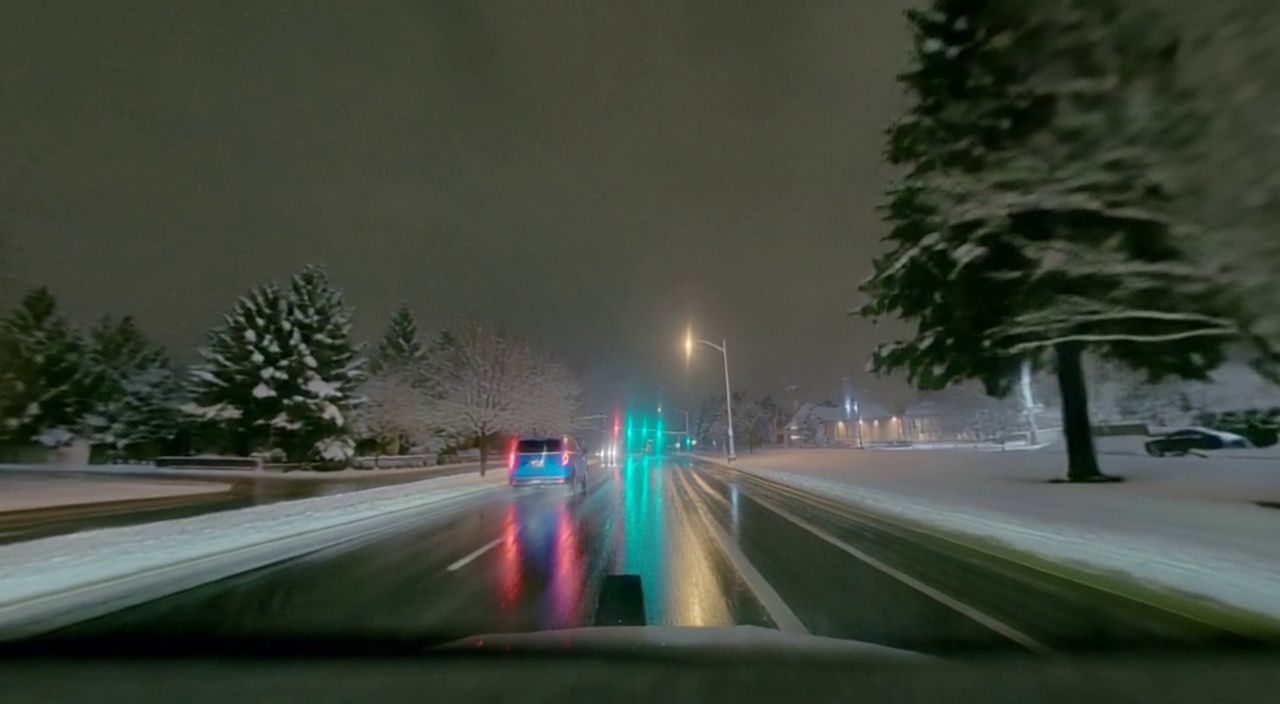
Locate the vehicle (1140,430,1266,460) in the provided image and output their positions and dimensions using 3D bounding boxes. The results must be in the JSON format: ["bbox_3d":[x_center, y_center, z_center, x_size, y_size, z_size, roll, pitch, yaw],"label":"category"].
[{"bbox_3d":[32.590,5.388,36.683,5.239,1.663,1.977,0,-9,1],"label":"vehicle"}]

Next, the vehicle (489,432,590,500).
[{"bbox_3d":[-2.761,3.277,18.506,2.121,1.724,4.392,0,-9,2],"label":"vehicle"}]
